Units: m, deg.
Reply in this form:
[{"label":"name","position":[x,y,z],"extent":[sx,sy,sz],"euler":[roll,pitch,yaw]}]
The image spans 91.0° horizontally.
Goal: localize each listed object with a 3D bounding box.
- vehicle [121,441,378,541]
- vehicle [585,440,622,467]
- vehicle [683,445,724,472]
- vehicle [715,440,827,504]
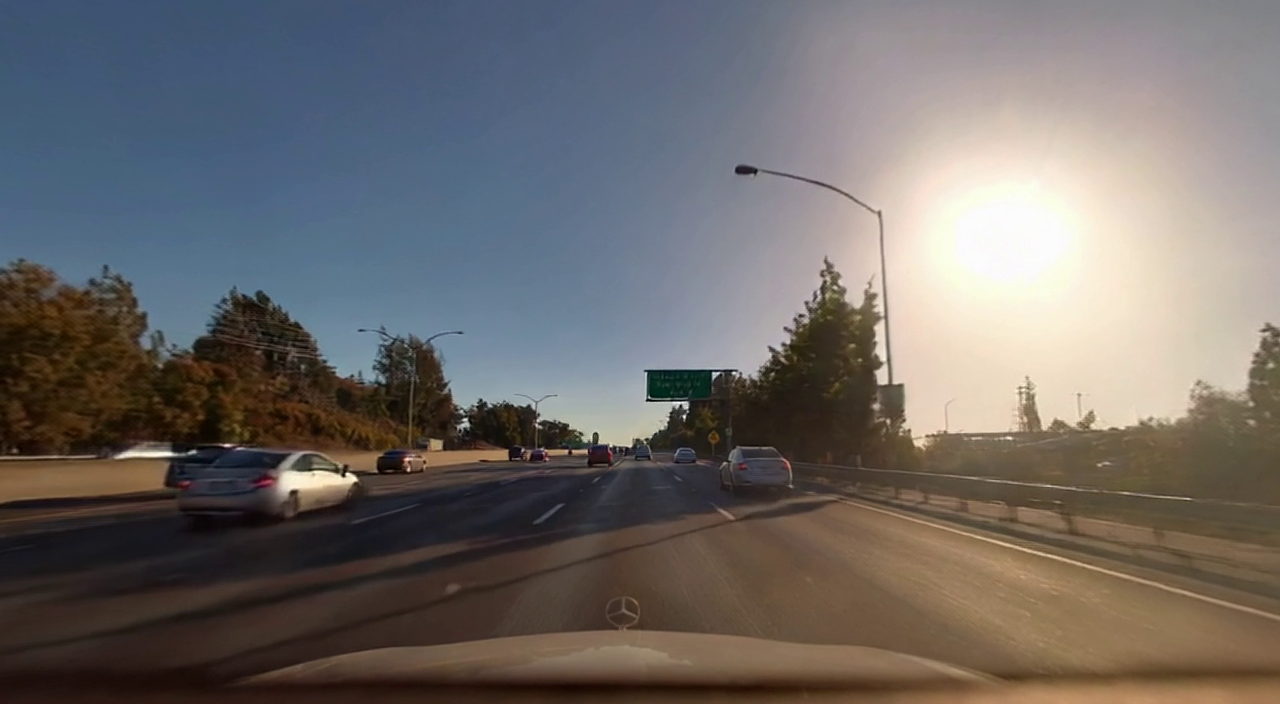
[{"label":"vehicle","position":[-7.080,2.516,12.197],"extent":[1.977,1.529,4.616],"euler":[0,-9,0]},{"label":"vehicle","position":[-2.746,7.846,48.740],"extent":[2.449,1.929,5.503],"euler":[0,-9,0]},{"label":"vehicle","position":[3.729,6.327,37.558],"extent":[1.929,1.485,4.482],"euler":[0,-9,0]},{"label":"vehicle","position":[3.445,3.251,17.546],"extent":[2.126,1.529,4.438],"euler":[0,-9,0]}]
